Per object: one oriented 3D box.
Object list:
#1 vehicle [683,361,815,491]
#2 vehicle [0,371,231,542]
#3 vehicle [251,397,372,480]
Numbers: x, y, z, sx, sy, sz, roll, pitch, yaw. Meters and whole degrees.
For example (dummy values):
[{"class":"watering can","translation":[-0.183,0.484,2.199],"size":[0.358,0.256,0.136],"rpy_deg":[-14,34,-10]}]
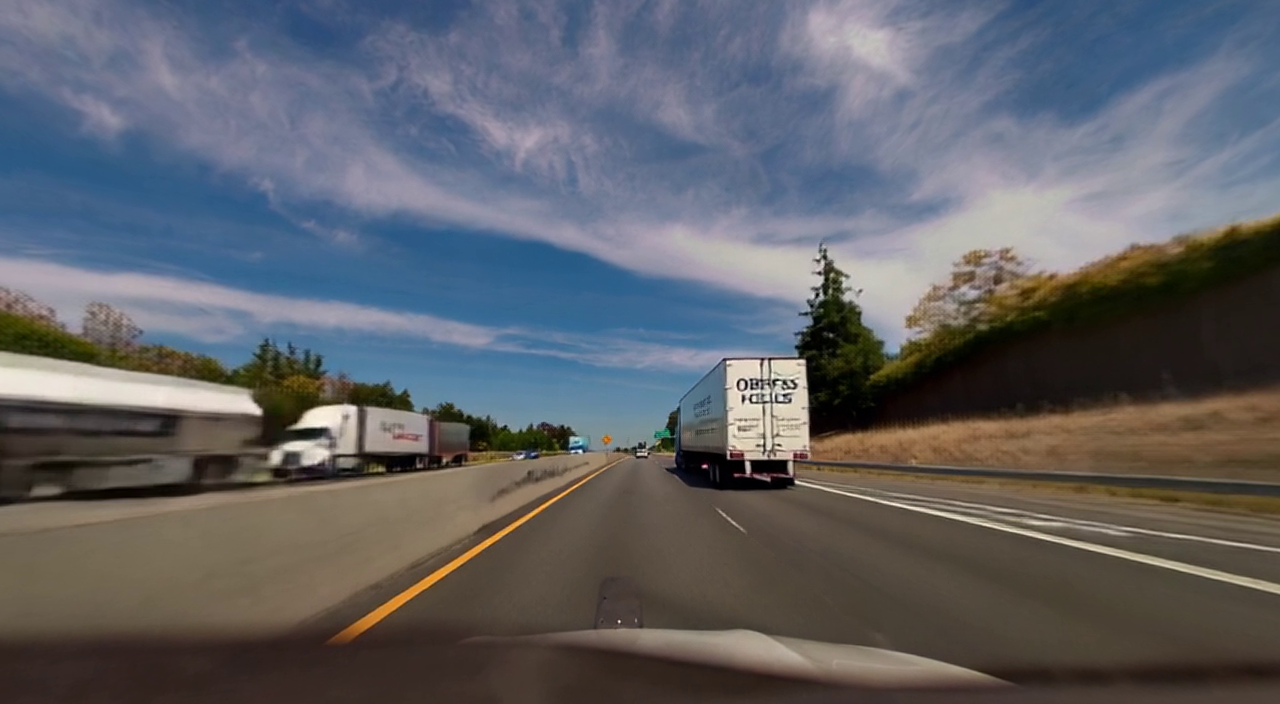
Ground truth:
[{"class":"vehicle","translation":[3.887,3.388,26.711],"size":[2.926,4.060,14.068],"rpy_deg":[0,-9,-1]},{"class":"vehicle","translation":[-12.746,2.315,14.185],"size":[2.790,3.017,6.137],"rpy_deg":[0,-9,0]},{"class":"vehicle","translation":[-17.114,4.638,33.351],"size":[3.000,3.983,5.883],"rpy_deg":[0,-9,1]}]
